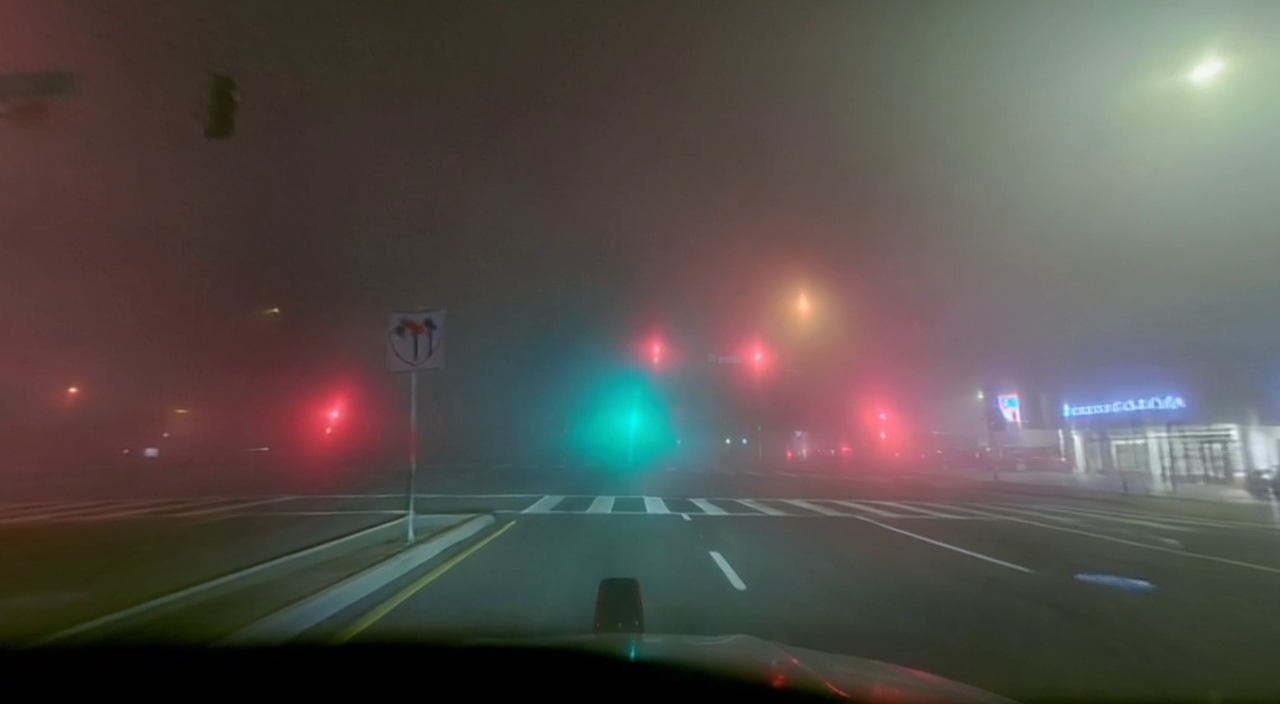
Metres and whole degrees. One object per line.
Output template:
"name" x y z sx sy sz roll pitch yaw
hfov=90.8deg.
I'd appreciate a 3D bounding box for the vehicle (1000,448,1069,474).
"vehicle" 27.396 7.560 44.092 1.929 1.613 4.530 0 -8 1
